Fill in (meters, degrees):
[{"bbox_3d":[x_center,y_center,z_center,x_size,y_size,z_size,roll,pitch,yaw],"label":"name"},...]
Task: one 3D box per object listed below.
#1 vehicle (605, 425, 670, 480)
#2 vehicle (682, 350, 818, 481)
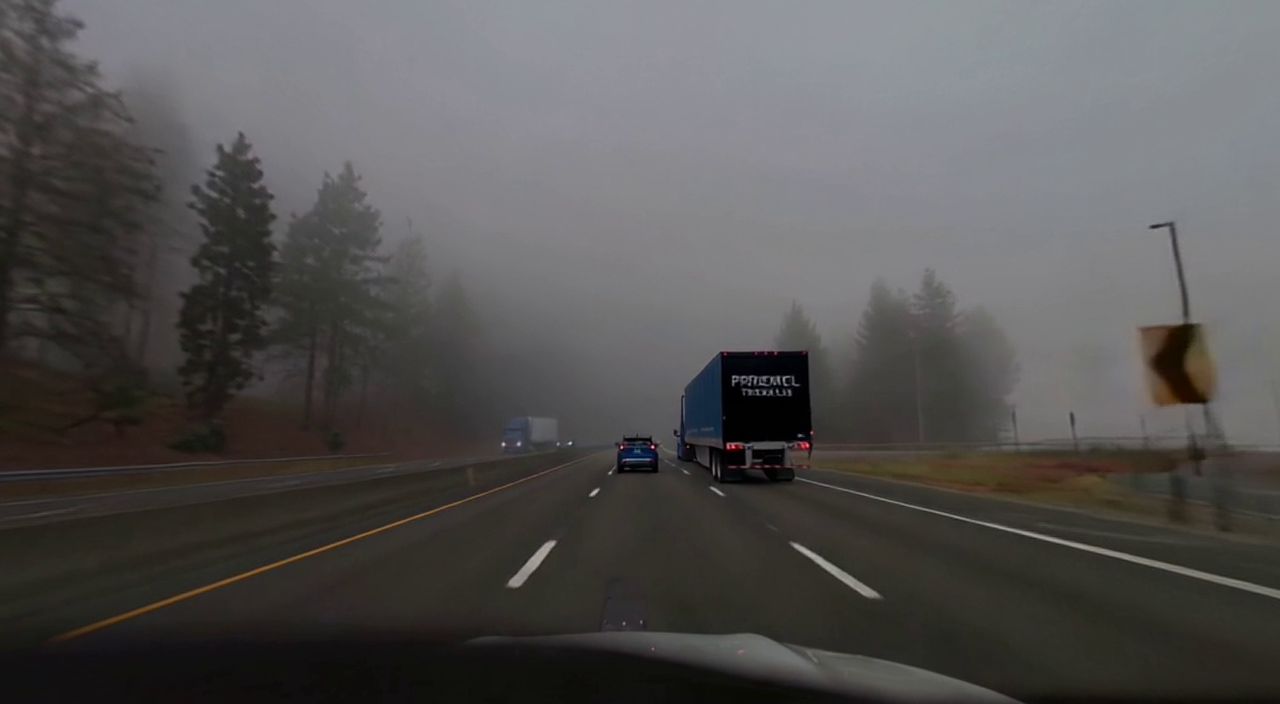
[{"bbox_3d":[-0.093,3.767,23.800,2.222,1.848,4.610,0,-8,0],"label":"vehicle"},{"bbox_3d":[4.042,3.214,28.408,2.899,4.160,16.621,0,-8,-1],"label":"vehicle"}]
